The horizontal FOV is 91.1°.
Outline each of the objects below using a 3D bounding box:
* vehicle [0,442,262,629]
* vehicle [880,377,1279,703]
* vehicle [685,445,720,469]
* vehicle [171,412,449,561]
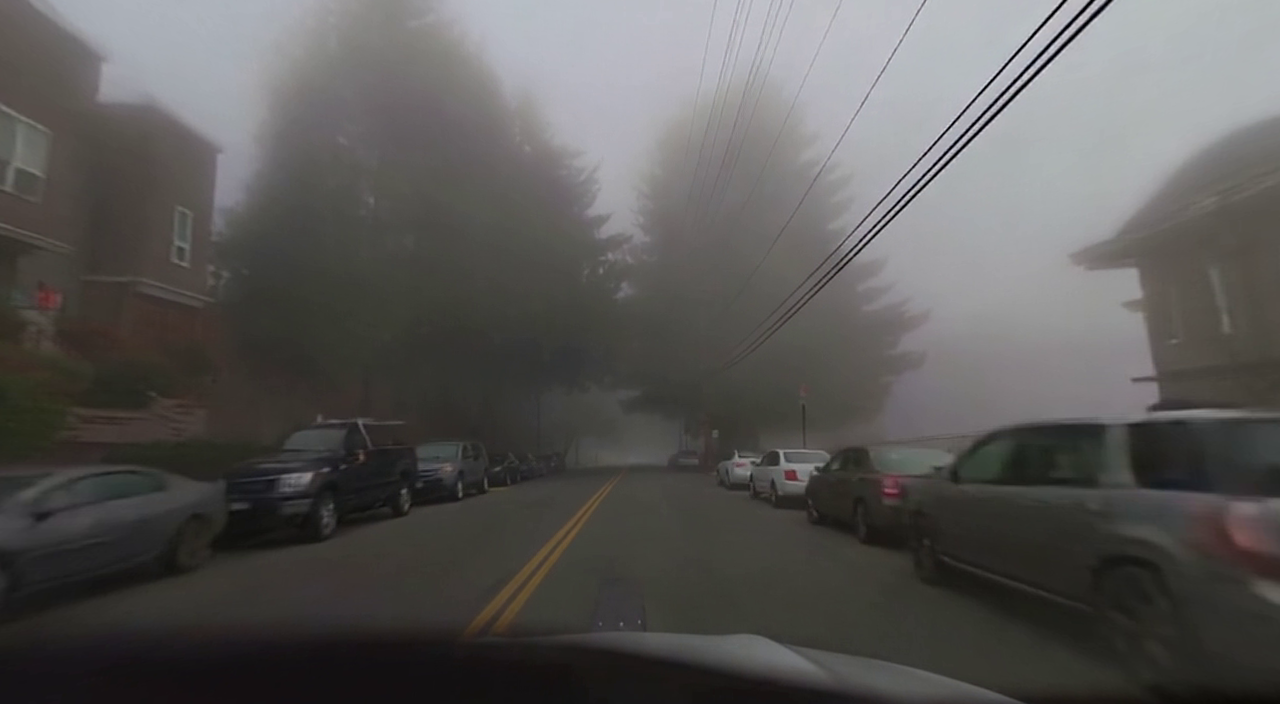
[{"bbox_3d":[-6.348,1.817,6.549,2.045,1.526,4.598,-5,-9,-1],"label":"vehicle"},{"bbox_3d":[3.897,1.294,4.986,2.328,1.730,4.225,0,-9,1],"label":"vehicle"},{"bbox_3d":[4.145,7.055,42.235,1.883,1.527,3.828,0,-9,-1],"label":"vehicle"},{"bbox_3d":[-6.090,2.479,12.873,2.376,2.219,6.021,-2,-7,1],"label":"vehicle"}]
